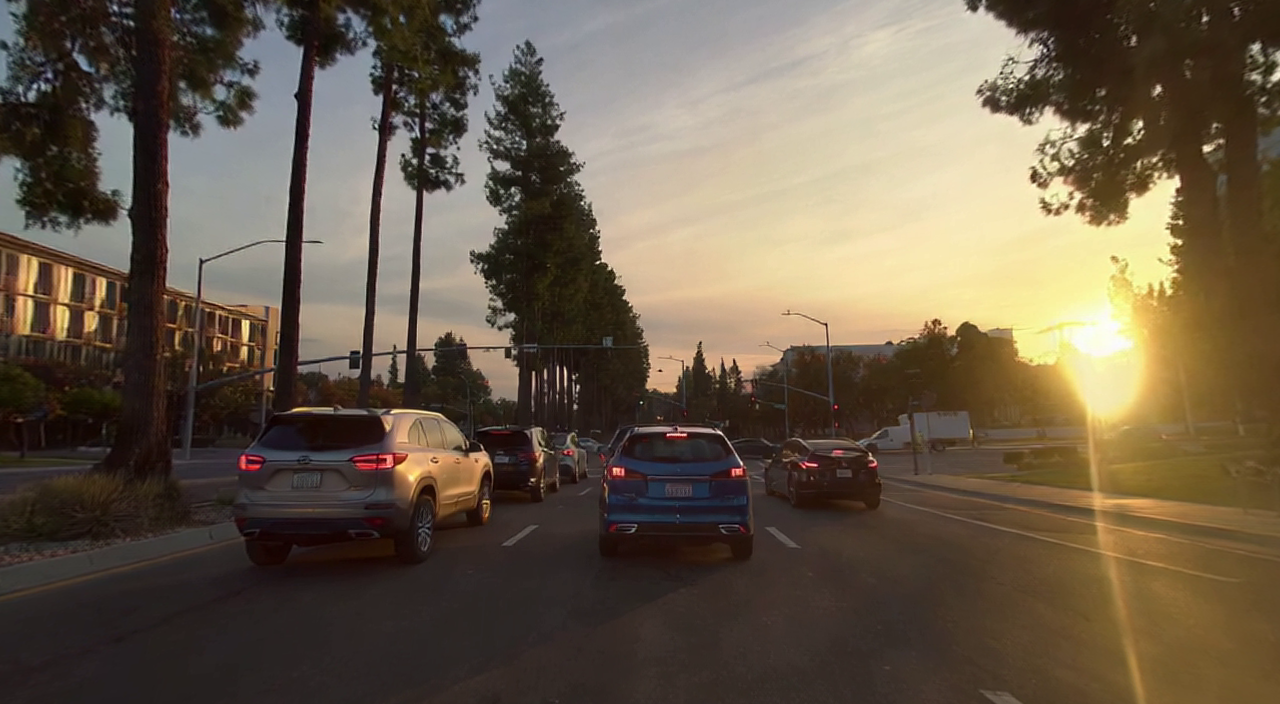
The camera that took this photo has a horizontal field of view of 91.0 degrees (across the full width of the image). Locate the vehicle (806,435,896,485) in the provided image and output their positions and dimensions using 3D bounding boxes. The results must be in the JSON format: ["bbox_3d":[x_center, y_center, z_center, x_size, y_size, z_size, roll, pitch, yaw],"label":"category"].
[{"bbox_3d":[7.410,3.813,22.599,2.067,1.599,4.251,-1,-8,5],"label":"vehicle"}]

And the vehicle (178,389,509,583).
[{"bbox_3d":[-3.247,1.578,8.169,2.085,1.812,4.388,0,-8,1],"label":"vehicle"}]

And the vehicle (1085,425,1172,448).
[{"bbox_3d":[34.963,6.103,45.234,4.632,1.580,1.801,-5,-10,31],"label":"vehicle"}]

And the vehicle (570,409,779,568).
[{"bbox_3d":[0.387,1.747,8.769,2.189,1.649,4.171,0,-8,1],"label":"vehicle"}]
